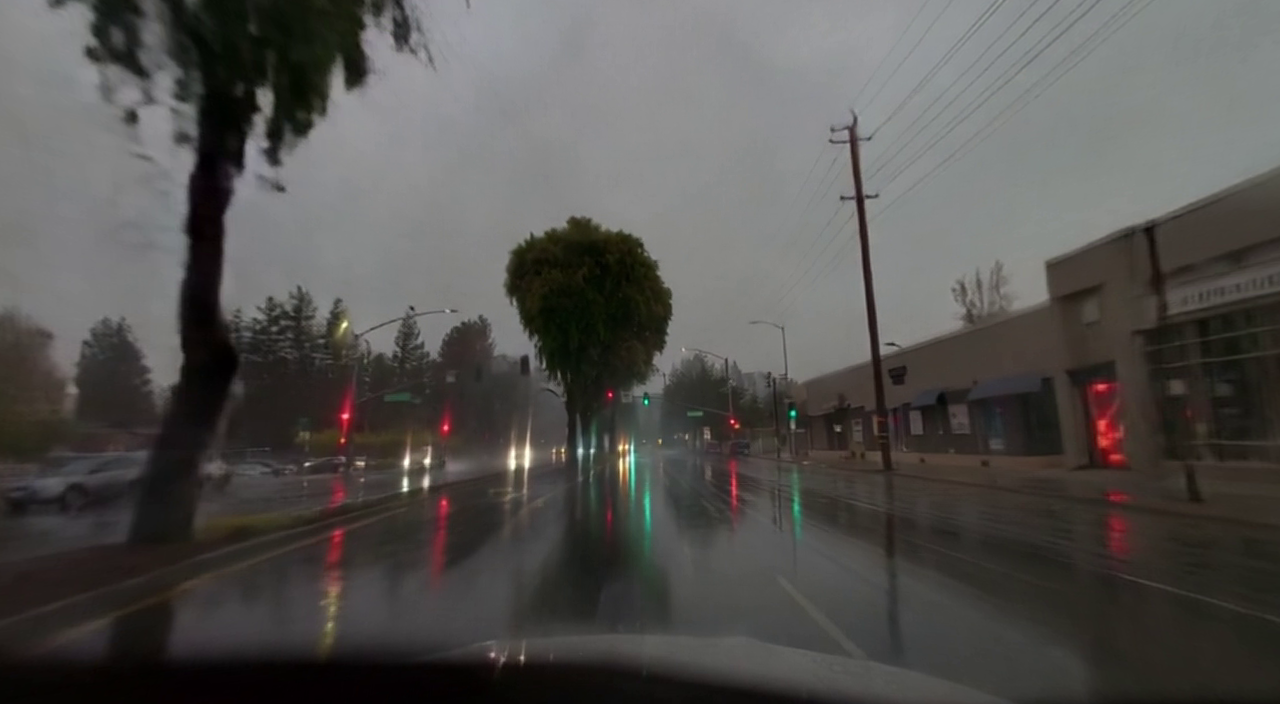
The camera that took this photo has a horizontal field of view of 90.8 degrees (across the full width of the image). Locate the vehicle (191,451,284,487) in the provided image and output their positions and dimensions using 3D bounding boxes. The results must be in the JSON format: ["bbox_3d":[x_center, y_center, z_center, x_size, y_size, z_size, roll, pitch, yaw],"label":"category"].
[{"bbox_3d":[-19.561,5.682,30.917,1.851,1.584,4.035,0,-9,0],"label":"vehicle"}]

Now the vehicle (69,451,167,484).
[{"bbox_3d":[-26.692,5.889,32.493,1.788,1.538,3.788,0,-9,0],"label":"vehicle"}]

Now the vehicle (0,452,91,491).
[{"bbox_3d":[-26.614,5.108,27.327,1.775,1.479,4.572,0,-9,-3],"label":"vehicle"}]

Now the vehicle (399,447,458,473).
[{"bbox_3d":[-12.875,6.579,38.776,2.034,1.447,4.484,0,-9,0],"label":"vehicle"}]
